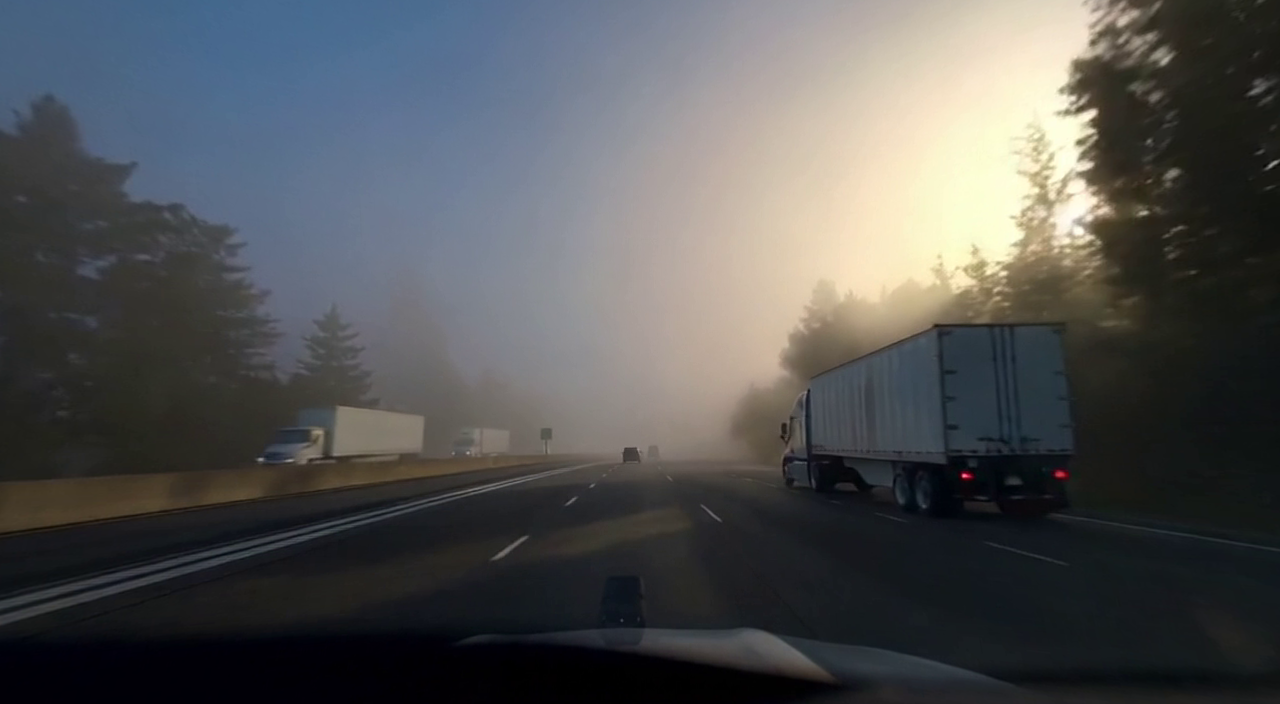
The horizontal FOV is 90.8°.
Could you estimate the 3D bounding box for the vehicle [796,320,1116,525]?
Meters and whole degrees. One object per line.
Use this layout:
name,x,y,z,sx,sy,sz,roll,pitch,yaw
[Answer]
vehicle,6.935,2.013,16.566,2.821,3.681,10.415,0,-9,-1

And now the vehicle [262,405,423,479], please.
vehicle,-19.354,6.219,43.315,2.946,4.056,16.865,0,-9,0
